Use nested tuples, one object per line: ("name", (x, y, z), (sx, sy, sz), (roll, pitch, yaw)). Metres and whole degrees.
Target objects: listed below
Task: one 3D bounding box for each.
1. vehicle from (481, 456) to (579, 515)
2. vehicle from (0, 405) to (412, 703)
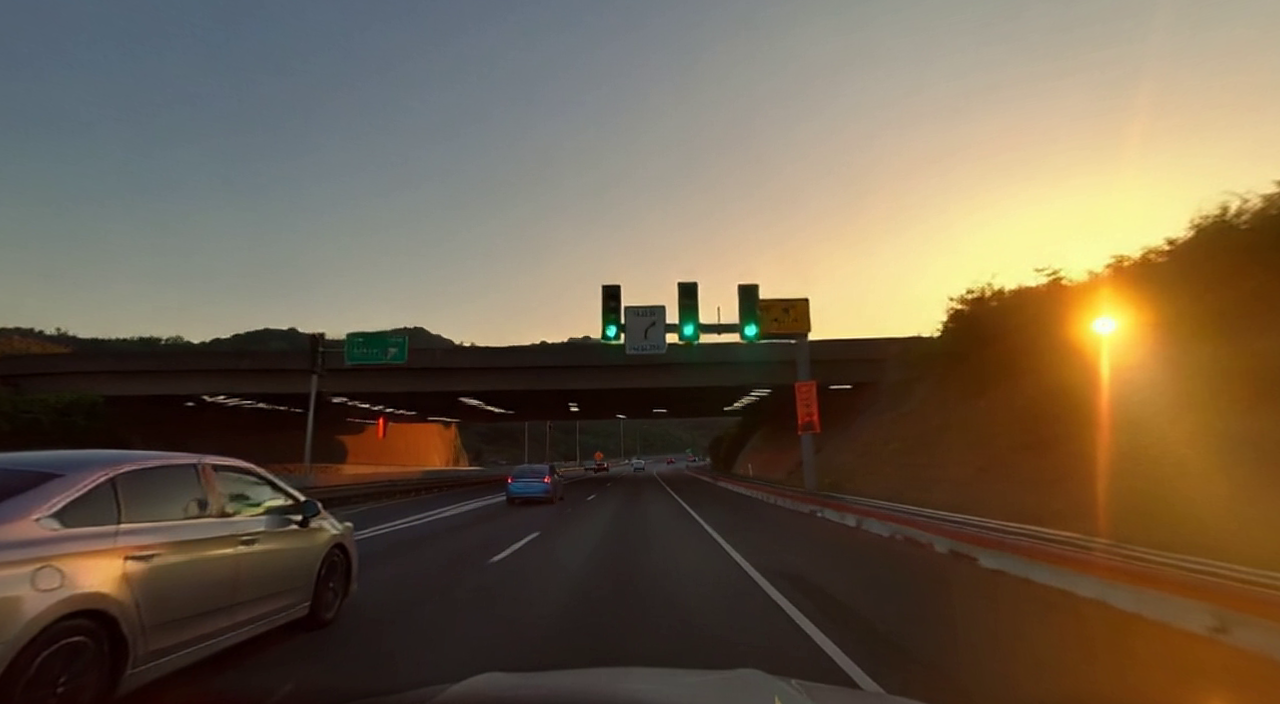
("vehicle", (-3.016, 3.782, 18.112), (1.992, 1.466, 3.690), (0, -10, 2))
("vehicle", (-3.396, 1.211, 3.793), (2.023, 1.507, 5.082), (1, -10, 1))
